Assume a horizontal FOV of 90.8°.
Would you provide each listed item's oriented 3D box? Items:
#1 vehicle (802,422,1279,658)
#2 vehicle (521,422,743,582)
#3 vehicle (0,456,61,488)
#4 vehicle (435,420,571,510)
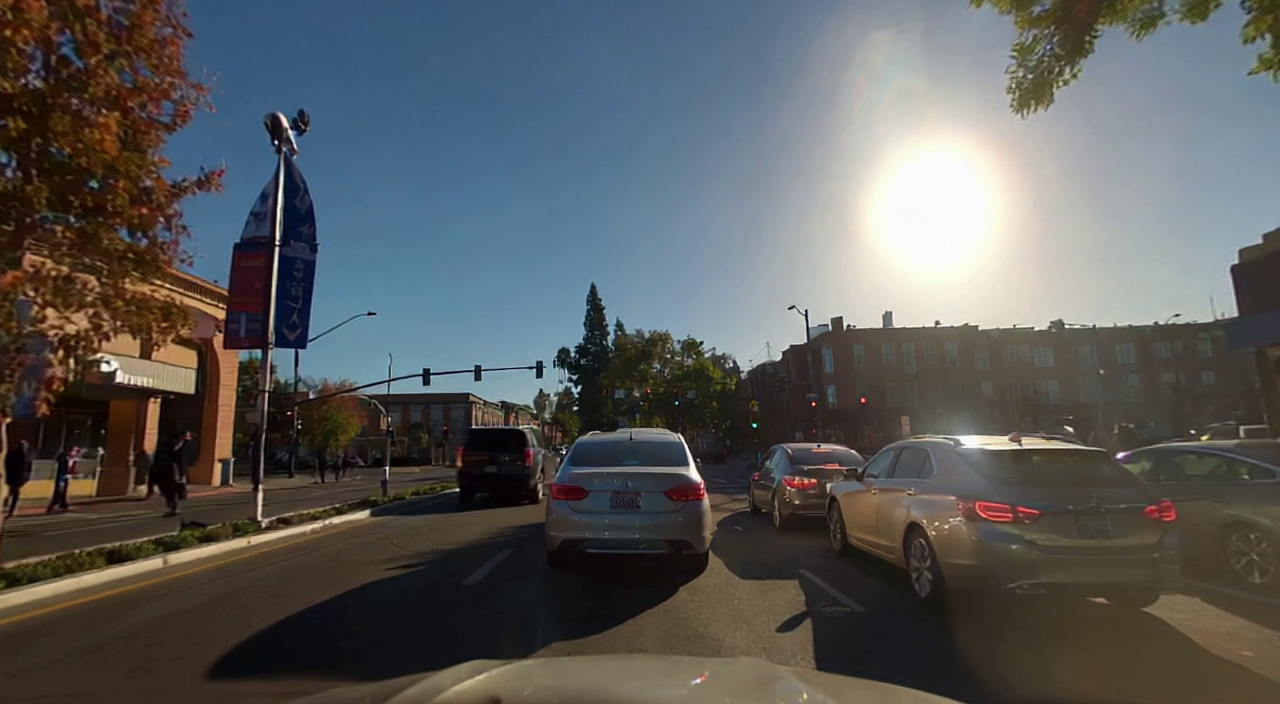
[{"bbox_3d":[3.221,1.523,6.304,1.912,1.454,4.537,0,-9,-1],"label":"vehicle"},{"bbox_3d":[-0.104,1.743,8.135,2.118,1.512,4.013,0,-9,-1],"label":"vehicle"},{"bbox_3d":[-31.718,5.971,31.433,1.913,1.531,4.000,-9,-12,44],"label":"vehicle"},{"bbox_3d":[-3.135,2.734,15.711,2.223,1.840,4.919,0,-9,0],"label":"vehicle"}]
